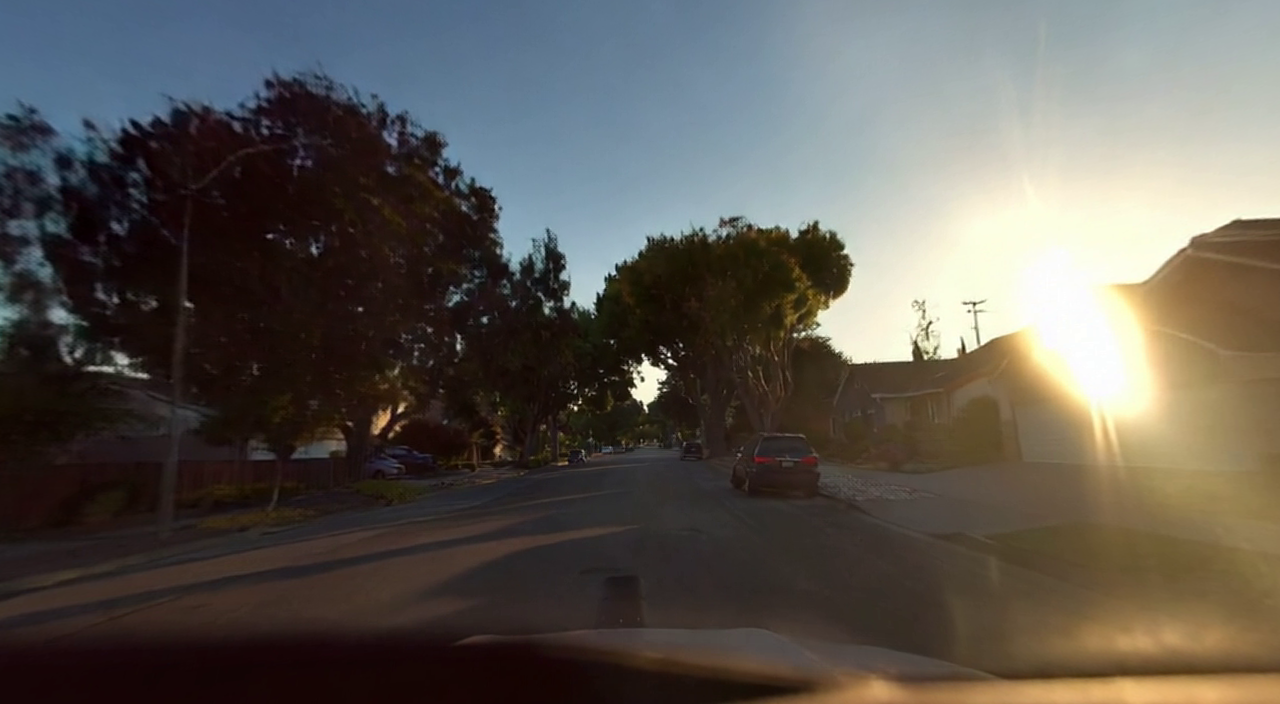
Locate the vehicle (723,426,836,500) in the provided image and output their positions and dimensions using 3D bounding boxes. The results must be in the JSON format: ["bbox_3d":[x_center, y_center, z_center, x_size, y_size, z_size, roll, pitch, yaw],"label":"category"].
[{"bbox_3d":[3.606,2.964,17.265,2.055,1.738,4.448,0,-9,0],"label":"vehicle"}]
